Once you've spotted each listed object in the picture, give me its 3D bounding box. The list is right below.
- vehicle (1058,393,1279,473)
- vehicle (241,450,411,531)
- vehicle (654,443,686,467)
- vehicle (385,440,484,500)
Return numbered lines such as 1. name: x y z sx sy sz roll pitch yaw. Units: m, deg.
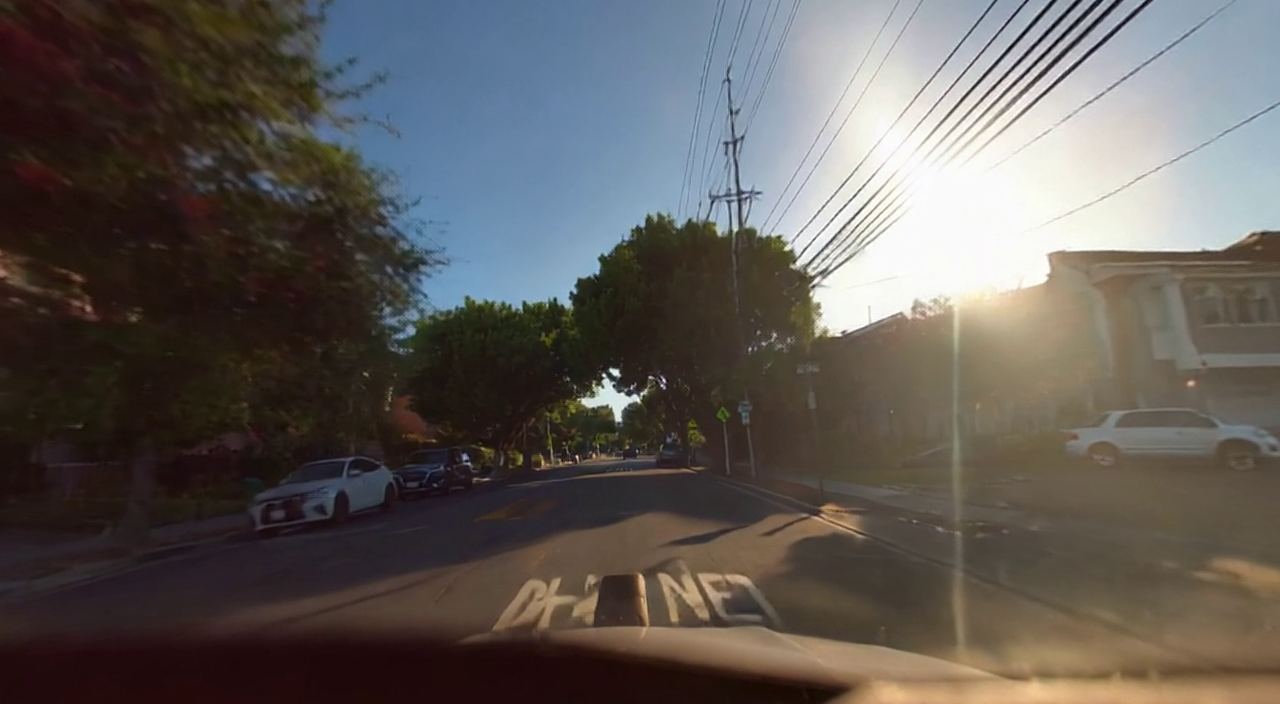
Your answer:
1. vehicle: 13.524 2.035 15.872 4.836 1.789 2.229 -4 -9 31
2. vehicle: -7.135 3.145 14.917 2.041 1.587 3.920 -2 -9 -1
3. vehicle: 2.158 7.654 47.098 1.971 1.710 4.210 0 -9 -3
4. vehicle: -7.290 4.218 22.917 2.135 1.787 4.452 -4 -9 0
